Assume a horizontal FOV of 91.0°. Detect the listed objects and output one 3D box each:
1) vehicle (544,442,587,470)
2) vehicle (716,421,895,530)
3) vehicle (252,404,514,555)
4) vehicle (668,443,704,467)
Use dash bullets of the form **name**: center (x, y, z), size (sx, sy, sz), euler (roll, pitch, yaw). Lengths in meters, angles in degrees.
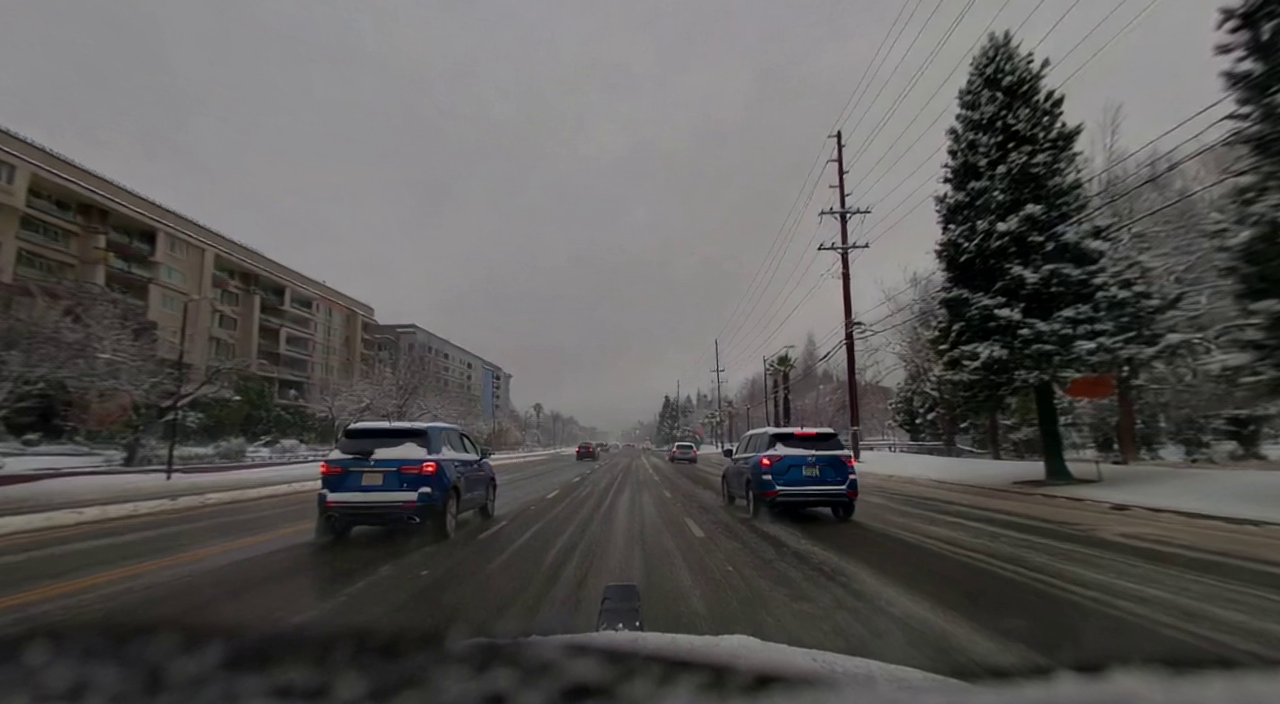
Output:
- **vehicle**: center (-4.245, 6.016, 36.601), size (2.040, 1.482, 4.121), euler (0, -9, 0)
- **vehicle**: center (2.894, 2.279, 12.165), size (2.198, 1.706, 4.166), euler (0, -9, -1)
- **vehicle**: center (-3.603, 1.911, 10.108), size (2.169, 1.796, 4.821), euler (0, -9, 0)
- **vehicle**: center (2.971, 6.809, 41.804), size (1.981, 1.472, 3.923), euler (0, -9, -2)
